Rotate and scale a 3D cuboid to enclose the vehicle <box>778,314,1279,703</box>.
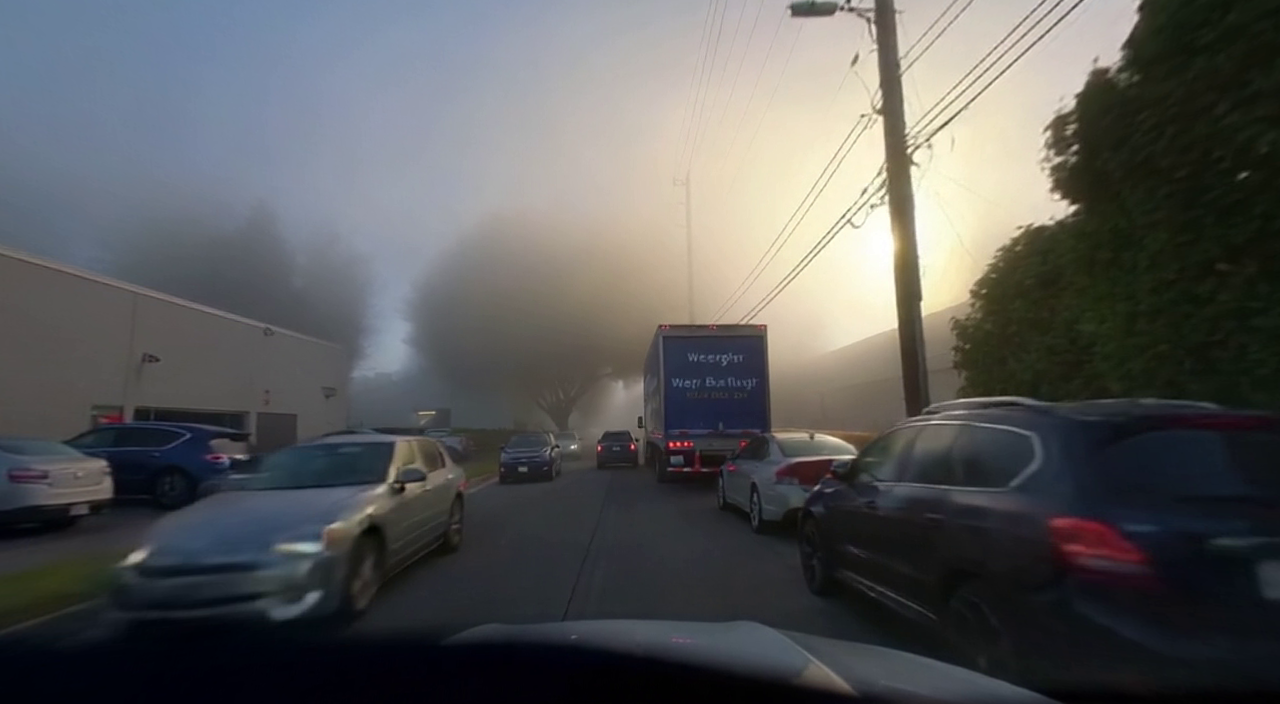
[{"bbox_3d":[2.398,0.999,4.049,1.875,1.674,4.231,0,-8,-3],"label":"vehicle"}]

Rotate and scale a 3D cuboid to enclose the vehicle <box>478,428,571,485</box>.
[{"bbox_3d":[-3.331,3.097,19.070,2.033,1.508,4.298,0,-8,-1],"label":"vehicle"}]

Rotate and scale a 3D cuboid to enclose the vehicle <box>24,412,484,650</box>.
[{"bbox_3d":[-2.942,1.408,6.064,1.989,1.481,4.008,0,-8,-2],"label":"vehicle"}]

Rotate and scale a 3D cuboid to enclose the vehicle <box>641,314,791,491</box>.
[{"bbox_3d":[1.760,2.124,21.888,2.865,4.113,14.471,0,-8,-2],"label":"vehicle"}]

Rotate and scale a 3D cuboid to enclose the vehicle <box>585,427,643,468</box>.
[{"bbox_3d":[-0.972,3.818,25.306,2.160,1.498,3.909,0,-8,0],"label":"vehicle"}]
